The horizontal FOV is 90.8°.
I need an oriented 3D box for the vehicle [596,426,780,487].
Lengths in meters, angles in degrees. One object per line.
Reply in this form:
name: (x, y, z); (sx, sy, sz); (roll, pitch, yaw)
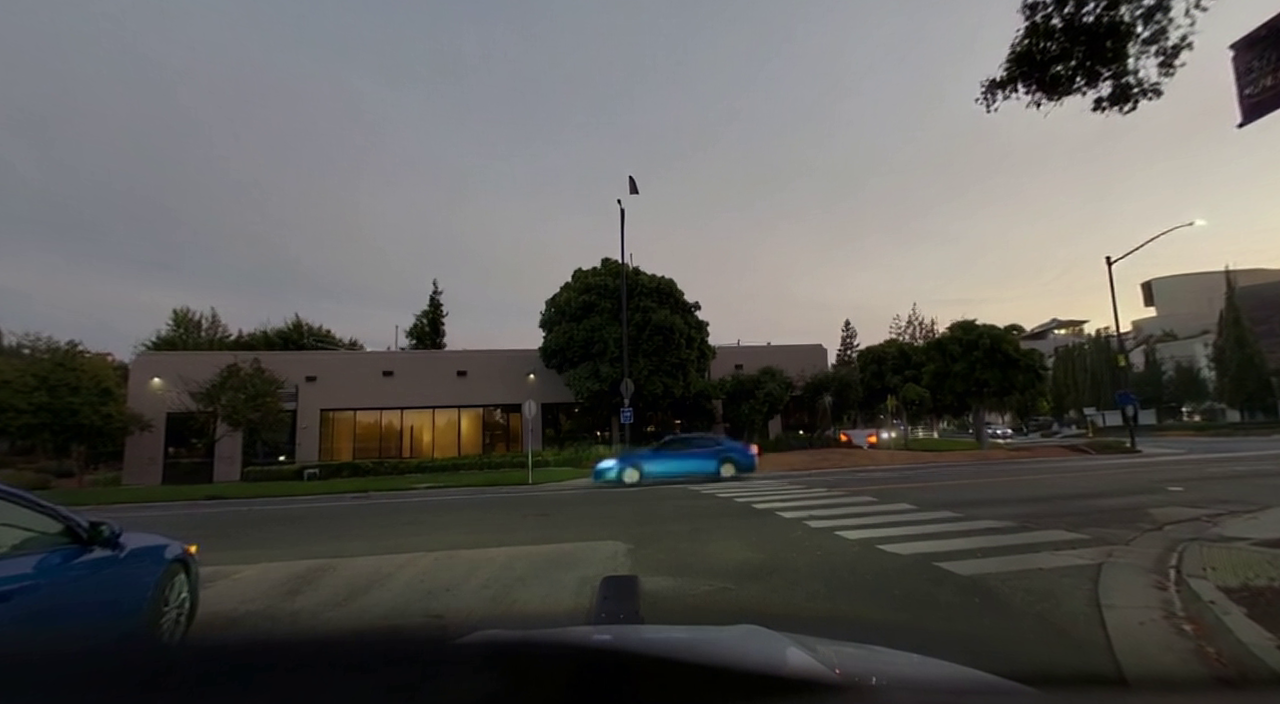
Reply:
vehicle: (1.252, 2.897, 17.773); (4.788, 1.548, 1.965); (1, -9, -11)

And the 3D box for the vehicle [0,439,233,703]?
vehicle: (-3.327, 0.937, 1.638); (2.069, 1.413, 5.006); (1, -9, -11)
